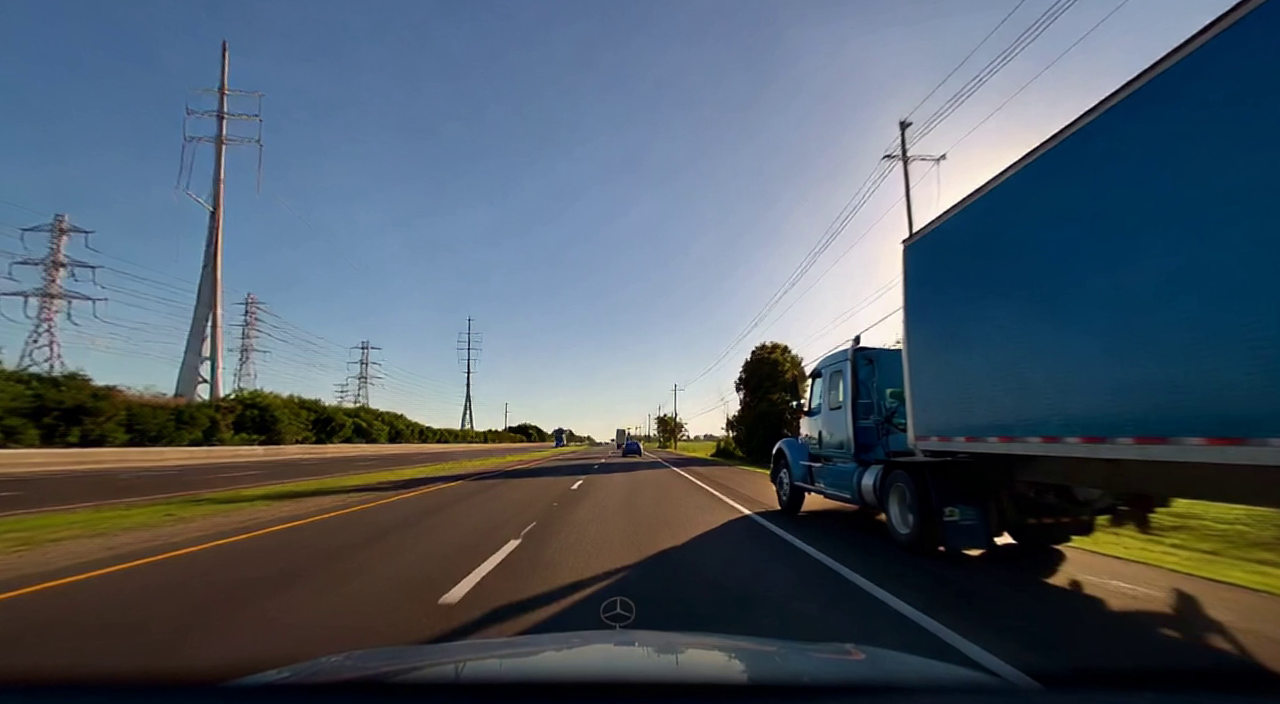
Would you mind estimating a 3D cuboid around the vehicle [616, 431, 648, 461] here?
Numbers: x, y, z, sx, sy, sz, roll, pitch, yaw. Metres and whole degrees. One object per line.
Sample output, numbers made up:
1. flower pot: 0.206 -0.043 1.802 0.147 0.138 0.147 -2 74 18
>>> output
1. vehicle: -0.622 6.981 46.937 2.240 2.129 4.480 0 -8 -2
